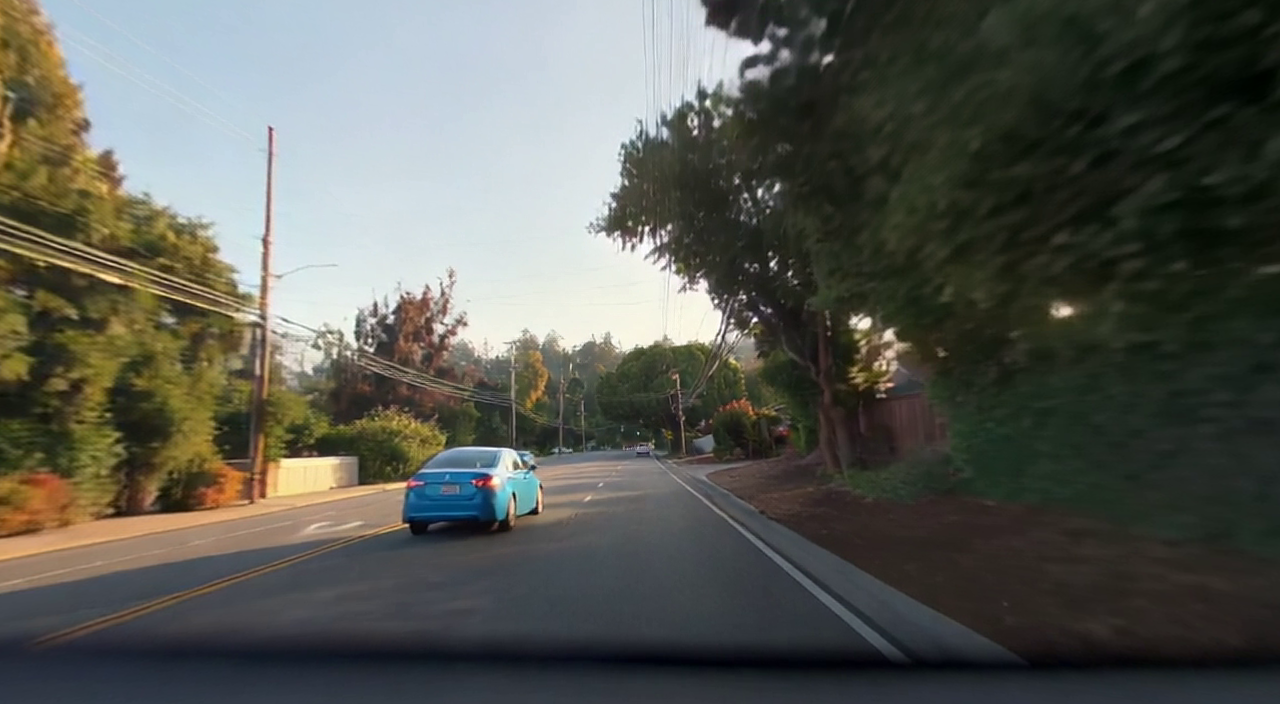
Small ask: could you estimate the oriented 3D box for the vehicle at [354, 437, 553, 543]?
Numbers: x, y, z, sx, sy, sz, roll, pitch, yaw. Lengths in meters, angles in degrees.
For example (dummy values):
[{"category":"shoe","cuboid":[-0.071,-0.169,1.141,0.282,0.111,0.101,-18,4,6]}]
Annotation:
[{"category":"vehicle","cuboid":[-3.074,2.383,11.740,2.085,1.512,5.023,0,-8,1]}]
